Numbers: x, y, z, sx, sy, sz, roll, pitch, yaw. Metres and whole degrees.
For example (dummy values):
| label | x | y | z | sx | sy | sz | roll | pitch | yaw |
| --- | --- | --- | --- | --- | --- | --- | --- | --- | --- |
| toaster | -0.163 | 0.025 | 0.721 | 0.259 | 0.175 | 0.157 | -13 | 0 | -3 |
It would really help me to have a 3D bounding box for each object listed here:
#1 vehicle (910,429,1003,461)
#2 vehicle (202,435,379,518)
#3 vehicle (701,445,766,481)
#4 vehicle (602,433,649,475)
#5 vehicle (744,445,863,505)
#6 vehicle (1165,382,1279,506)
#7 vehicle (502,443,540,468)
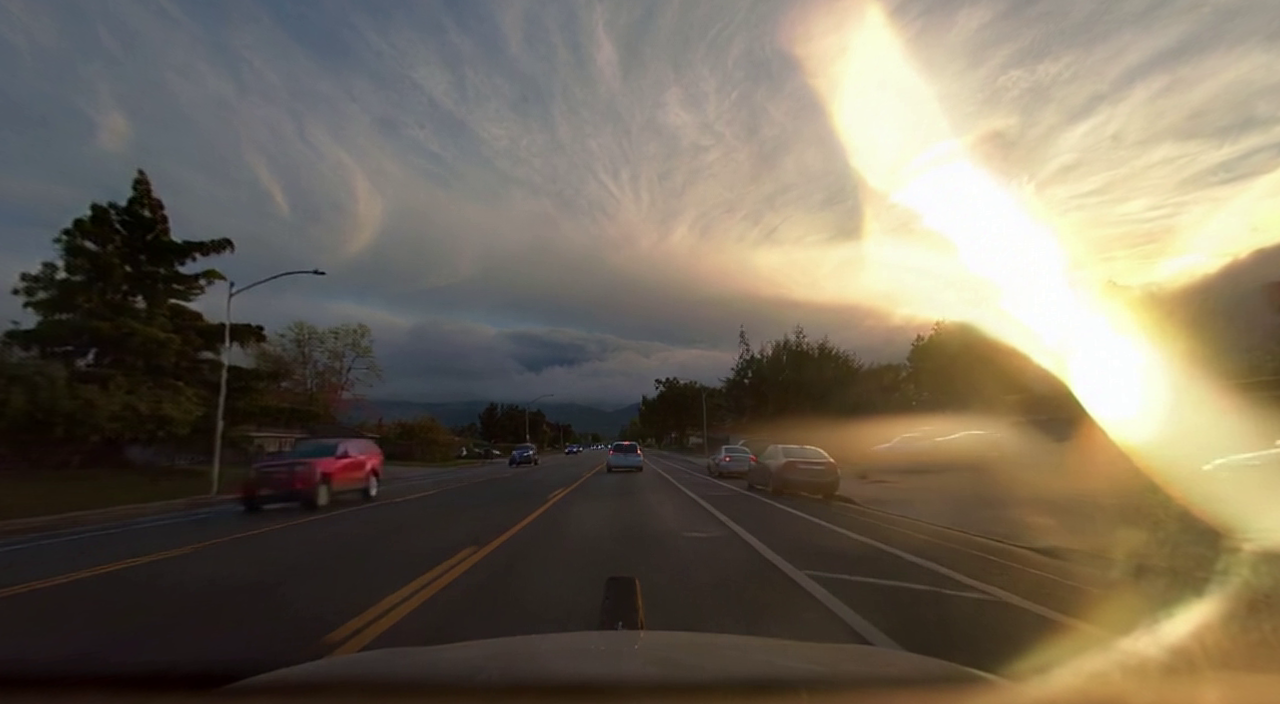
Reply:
| label | x | y | z | sx | sy | sz | roll | pitch | yaw |
| --- | --- | --- | --- | --- | --- | --- | --- | --- | --- |
| vehicle | 17.955 | 5.283 | 35.955 | 4.172 | 1.705 | 2.032 | 1 | -9 | -7 |
| vehicle | -8.216 | 2.930 | 15.433 | 1.945 | 1.712 | 4.240 | 0 | -9 | -1 |
| vehicle | 4.143 | 5.004 | 28.898 | 2.001 | 1.480 | 5.022 | 0 | -9 | -2 |
| vehicle | -0.704 | 5.076 | 31.642 | 2.153 | 1.942 | 4.767 | 0 | -9 | -1 |
| vehicle | 4.435 | 3.394 | 18.008 | 1.963 | 1.469 | 4.709 | 0 | -9 | -2 |
| vehicle | 12.424 | 1.580 | 10.852 | 4.870 | 1.926 | 2.094 | 0 | -9 | -1 |
| vehicle | -9.037 | 7.849 | 48.164 | 1.999 | 1.806 | 4.479 | 0 | -9 | 0 |
